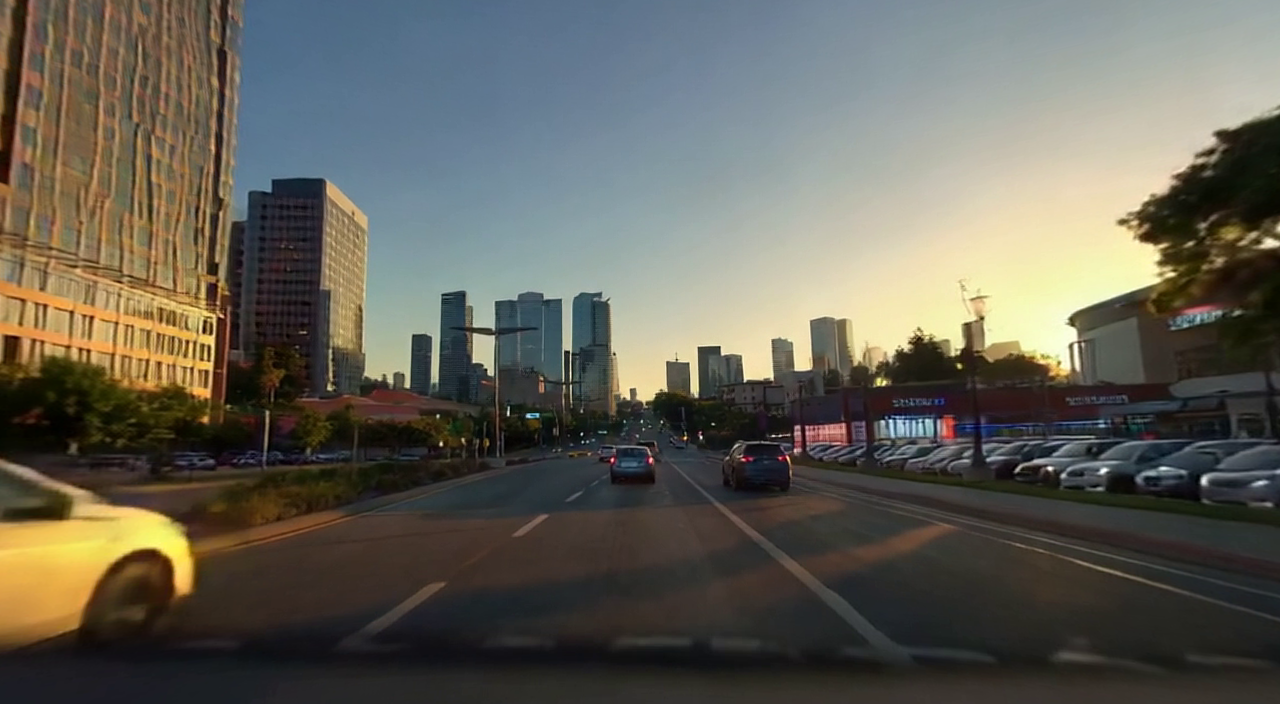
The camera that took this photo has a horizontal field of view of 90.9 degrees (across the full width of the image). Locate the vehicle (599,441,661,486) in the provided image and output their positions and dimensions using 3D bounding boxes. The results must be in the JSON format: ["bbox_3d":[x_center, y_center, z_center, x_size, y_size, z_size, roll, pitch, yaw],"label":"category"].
[{"bbox_3d":[-0.338,4.012,22.975,2.059,1.477,3.988,0,-8,0],"label":"vehicle"}]

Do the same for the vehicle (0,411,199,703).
[{"bbox_3d":[-3.844,0.851,1.682,2.029,1.482,4.591,0,-8,0],"label":"vehicle"}]

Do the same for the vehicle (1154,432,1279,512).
[{"bbox_3d":[13.498,2.520,13.637,4.312,1.485,1.995,4,-10,-27],"label":"vehicle"}]

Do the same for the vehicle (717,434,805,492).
[{"bbox_3d":[3.837,3.595,20.769,2.007,1.683,4.171,0,-8,-1],"label":"vehicle"}]

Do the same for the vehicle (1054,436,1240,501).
[{"bbox_3d":[13.143,2.954,16.384,3.972,1.504,1.976,3,-9,-22],"label":"vehicle"}]
